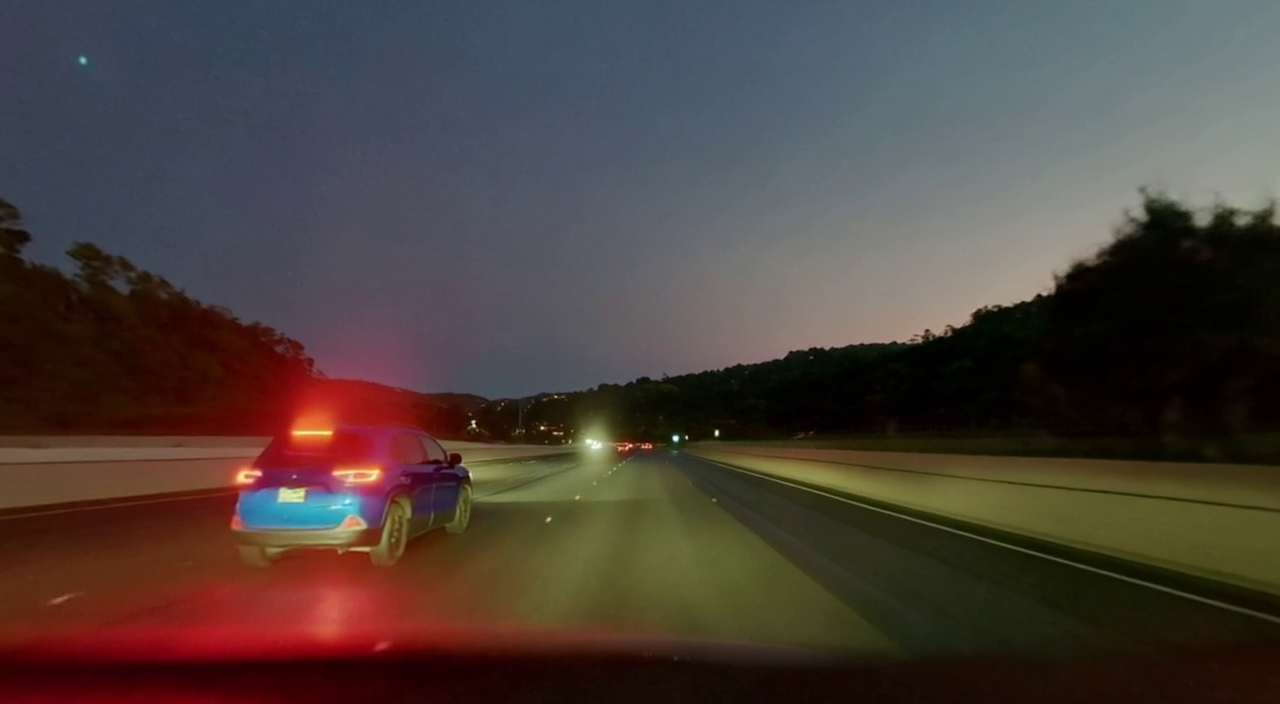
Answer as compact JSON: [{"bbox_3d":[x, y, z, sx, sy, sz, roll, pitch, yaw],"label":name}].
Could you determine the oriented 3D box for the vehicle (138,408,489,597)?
[{"bbox_3d":[-3.424,1.656,7.813,1.983,1.663,4.290,0,-9,1],"label":"vehicle"}]
